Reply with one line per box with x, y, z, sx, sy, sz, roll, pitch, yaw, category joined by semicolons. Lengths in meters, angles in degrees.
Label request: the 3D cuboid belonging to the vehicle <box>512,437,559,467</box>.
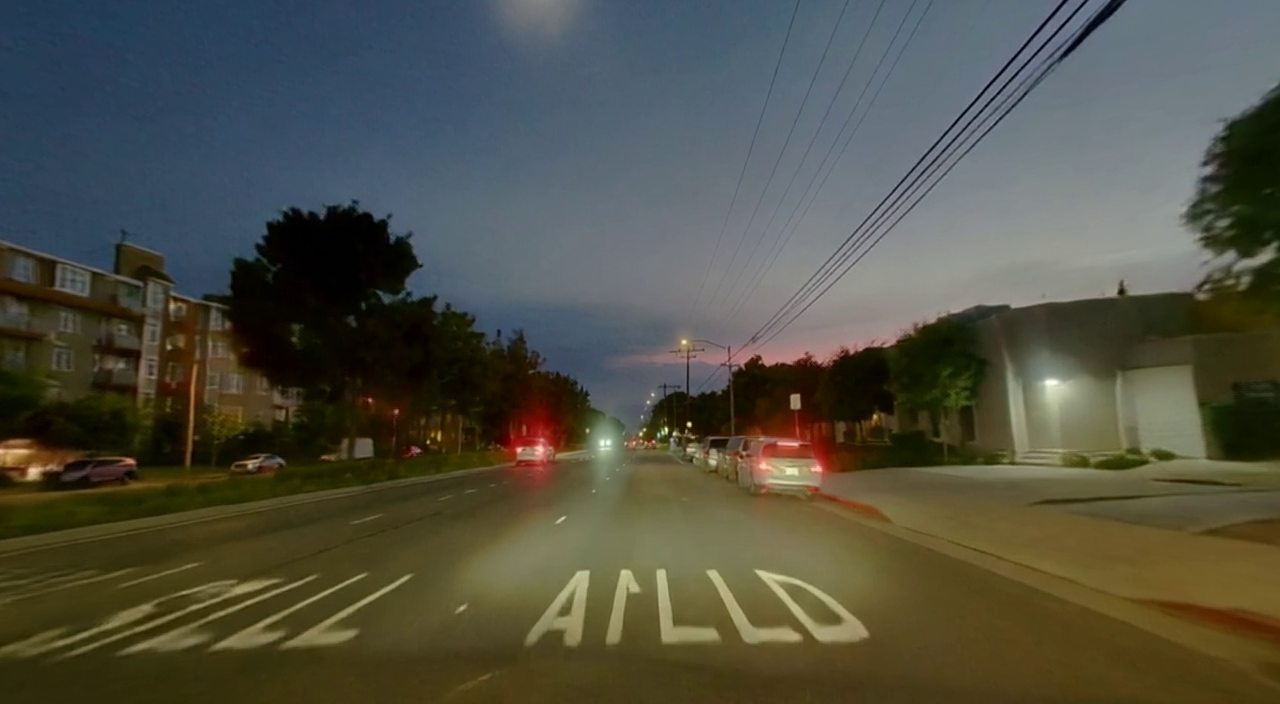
-6.274;6.040;38.259;2.000;1.671;4.497;0;-8;1;vehicle

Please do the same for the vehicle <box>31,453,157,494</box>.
-25.743;5.722;29.993;1.959;1.707;4.481;0;-8;0;vehicle

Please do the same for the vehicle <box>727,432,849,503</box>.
3.602;2.901;16.363;2.048;1.556;4.753;0;-8;1;vehicle

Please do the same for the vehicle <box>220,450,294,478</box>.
-25.707;7.518;42.534;2.121;1.699;4.506;0;-8;1;vehicle
